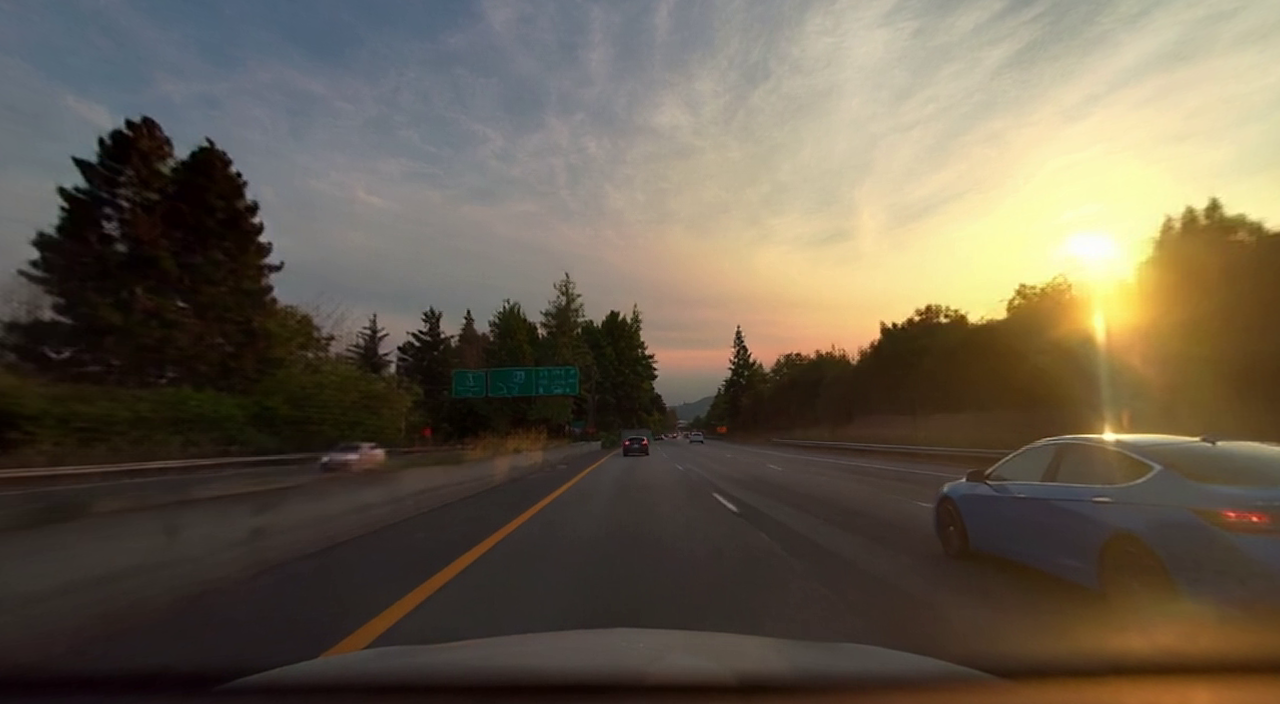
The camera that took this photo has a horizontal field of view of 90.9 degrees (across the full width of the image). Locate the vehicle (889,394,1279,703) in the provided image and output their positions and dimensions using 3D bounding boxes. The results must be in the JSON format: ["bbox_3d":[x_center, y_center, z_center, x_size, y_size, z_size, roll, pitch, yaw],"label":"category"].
[{"bbox_3d":[3.875,1.194,4.783,1.981,1.467,4.459,0,-8,-3],"label":"vehicle"}]

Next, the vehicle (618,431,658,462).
[{"bbox_3d":[-0.148,5.094,34.086,2.046,1.526,3.903,0,-8,-1],"label":"vehicle"}]
